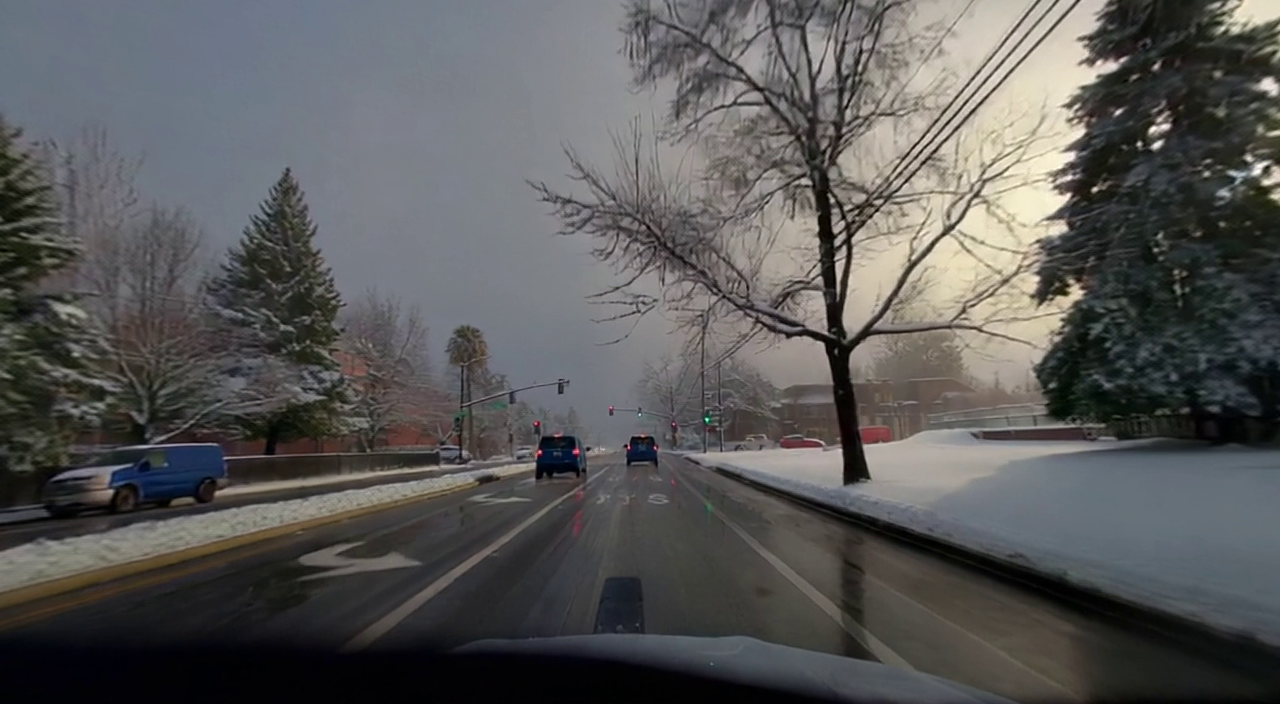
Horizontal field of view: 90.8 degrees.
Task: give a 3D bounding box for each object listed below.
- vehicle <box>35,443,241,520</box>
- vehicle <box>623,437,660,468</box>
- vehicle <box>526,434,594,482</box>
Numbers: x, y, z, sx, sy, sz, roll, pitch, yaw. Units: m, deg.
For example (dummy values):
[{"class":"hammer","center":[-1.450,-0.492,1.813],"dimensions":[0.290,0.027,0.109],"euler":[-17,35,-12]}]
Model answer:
[{"class":"vehicle","center":[-14.051,3.591,18.171],"dimensions":[1.996,1.886,4.692],"euler":[0,-8,0]},{"class":"vehicle","center":[0.051,6.081,38.372],"dimensions":[2.088,1.735,4.801],"euler":[0,-8,-1]},{"class":"vehicle","center":[-3.094,4.200,25.370],"dimensions":[2.097,1.755,4.336],"euler":[0,-8,1]}]
